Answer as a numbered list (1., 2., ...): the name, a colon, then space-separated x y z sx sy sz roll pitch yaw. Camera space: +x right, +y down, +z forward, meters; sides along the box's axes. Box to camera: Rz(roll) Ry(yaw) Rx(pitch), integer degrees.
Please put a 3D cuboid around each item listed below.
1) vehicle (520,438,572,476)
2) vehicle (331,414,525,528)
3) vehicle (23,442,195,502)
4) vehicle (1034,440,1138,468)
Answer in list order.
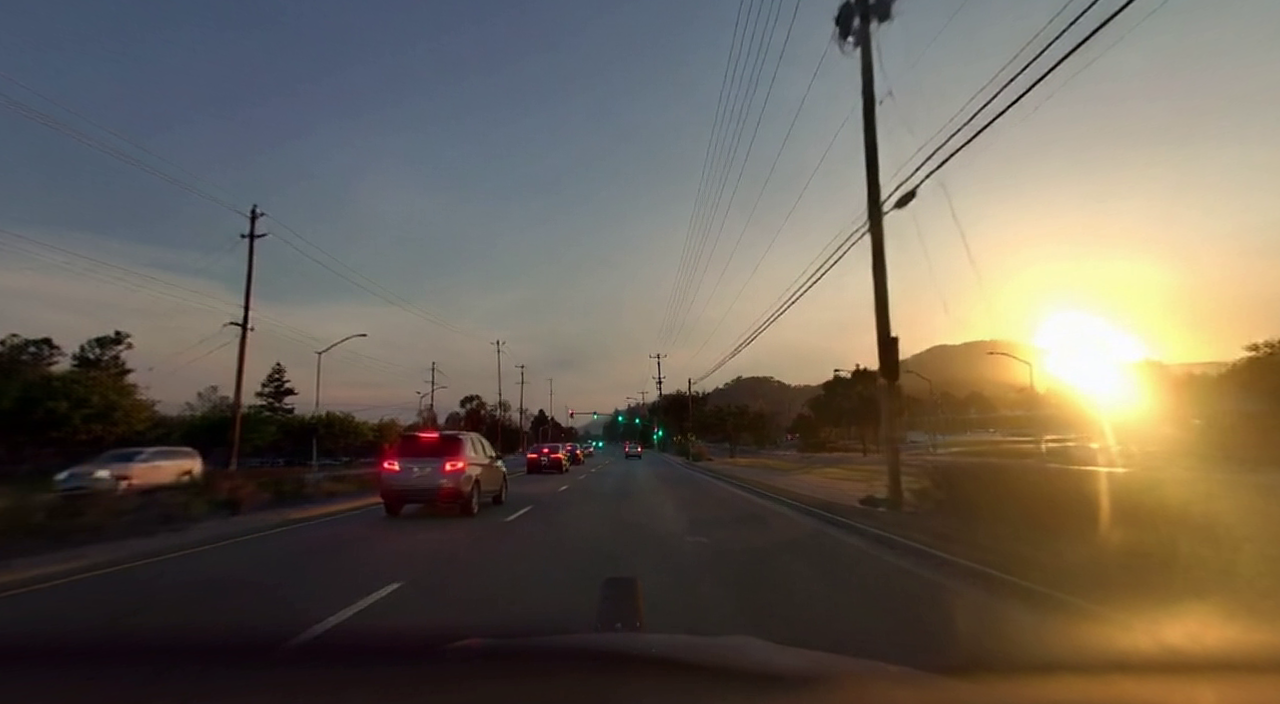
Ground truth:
1. vehicle: -4.451 5.035 30.565 2.041 1.698 4.094 0 -9 -2
2. vehicle: -3.793 2.243 12.382 2.189 1.807 4.467 0 -9 1
3. vehicle: -17.178 3.846 20.802 1.928 1.618 4.377 1 -7 -2
4. vehicle: 33.431 7.727 47.821 2.436 1.877 7.681 2 -9 1
